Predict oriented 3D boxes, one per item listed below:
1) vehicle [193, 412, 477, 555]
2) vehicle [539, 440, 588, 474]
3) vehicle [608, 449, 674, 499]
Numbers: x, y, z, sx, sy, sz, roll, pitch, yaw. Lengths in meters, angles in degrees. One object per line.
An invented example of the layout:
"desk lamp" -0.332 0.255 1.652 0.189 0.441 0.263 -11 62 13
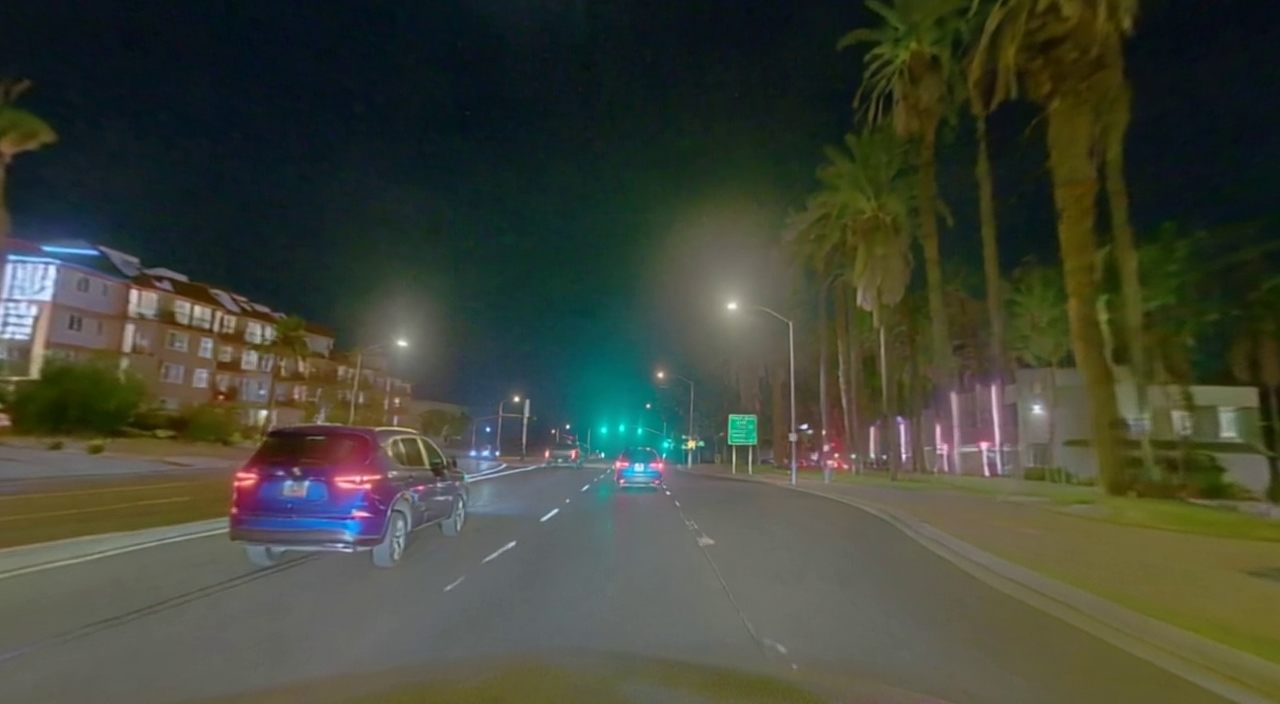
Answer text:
"vehicle" -4.914 2.232 11.589 2.187 1.904 6.103 0 -9 0
"vehicle" -4.882 6.791 40.981 2.447 2.062 5.911 0 -9 0
"vehicle" 0.033 4.248 22.342 2.122 1.562 4.152 0 -9 0
